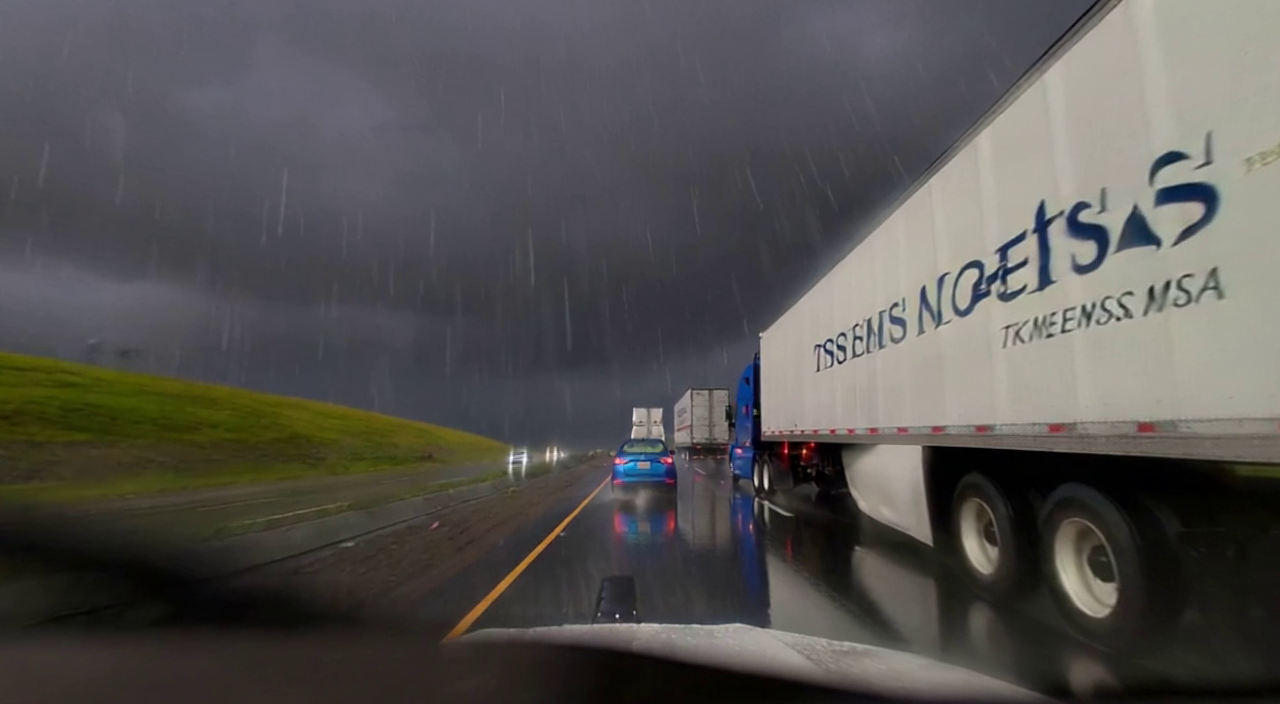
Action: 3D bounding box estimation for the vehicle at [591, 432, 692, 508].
[{"bbox_3d":[0.022,2.673,14.733,2.045,1.507,3.763,-1,-8,0],"label":"vehicle"}]

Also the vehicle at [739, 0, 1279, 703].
[{"bbox_3d":[4.425,0.395,9.133,3.410,4.438,14.410,-1,-8,-1],"label":"vehicle"}]
